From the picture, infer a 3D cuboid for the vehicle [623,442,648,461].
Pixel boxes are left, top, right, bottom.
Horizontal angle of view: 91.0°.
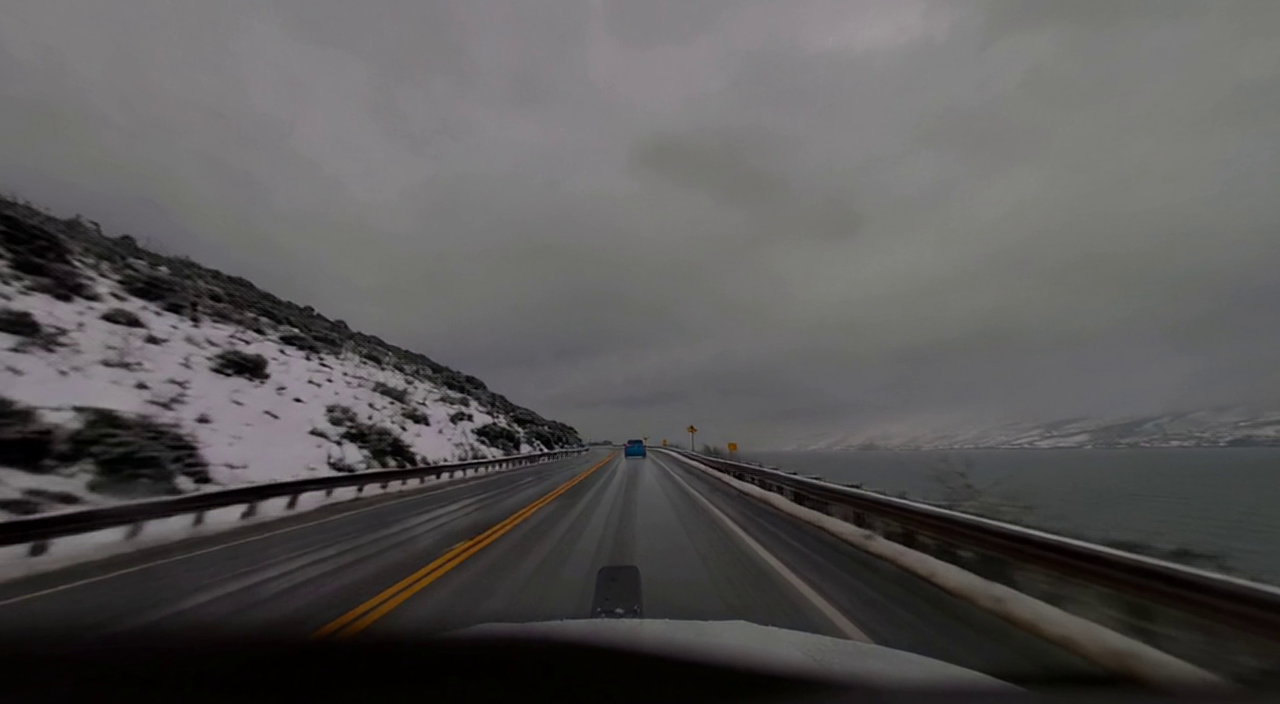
[{"bbox_3d":[-0.355,7.773,49.260,1.912,1.430,3.811,0,-8,-1],"label":"vehicle"}]
